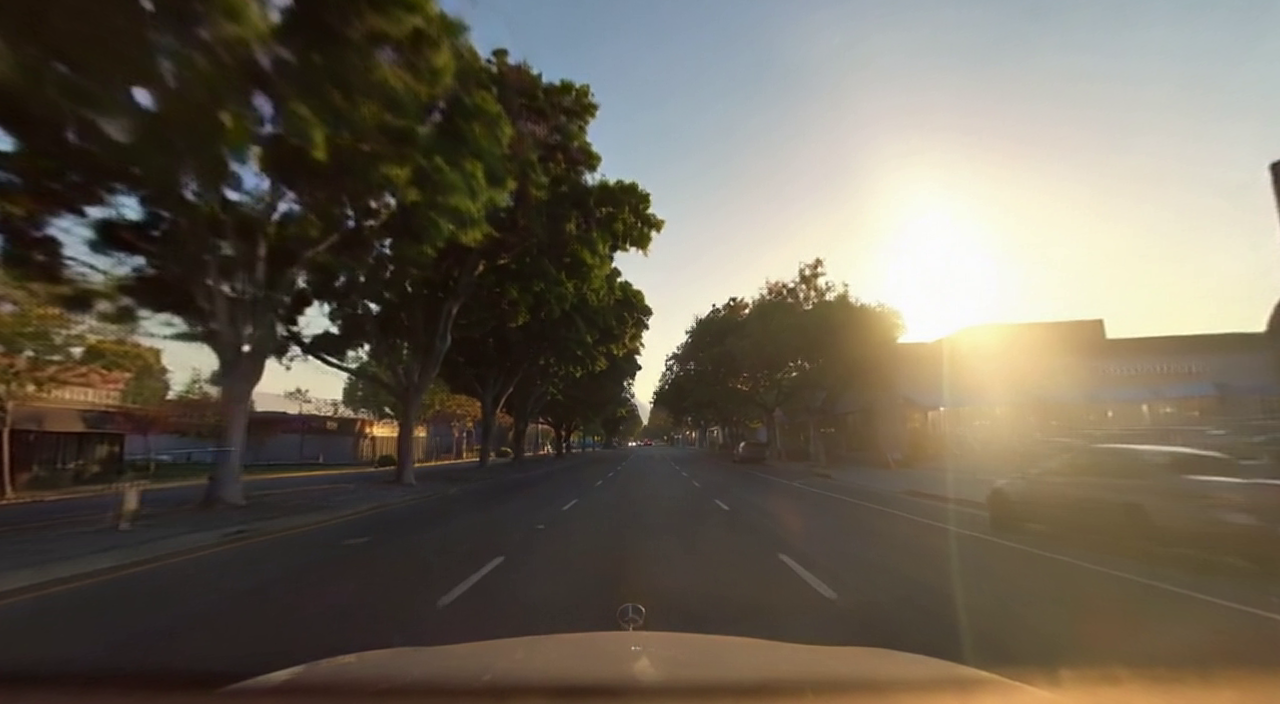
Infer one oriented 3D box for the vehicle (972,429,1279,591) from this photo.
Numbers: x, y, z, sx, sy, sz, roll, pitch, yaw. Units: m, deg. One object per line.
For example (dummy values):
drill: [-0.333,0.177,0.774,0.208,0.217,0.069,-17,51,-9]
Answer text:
vehicle: [6.582,1.830,8.296,1.923,1.498,4.676,1,-8,1]
